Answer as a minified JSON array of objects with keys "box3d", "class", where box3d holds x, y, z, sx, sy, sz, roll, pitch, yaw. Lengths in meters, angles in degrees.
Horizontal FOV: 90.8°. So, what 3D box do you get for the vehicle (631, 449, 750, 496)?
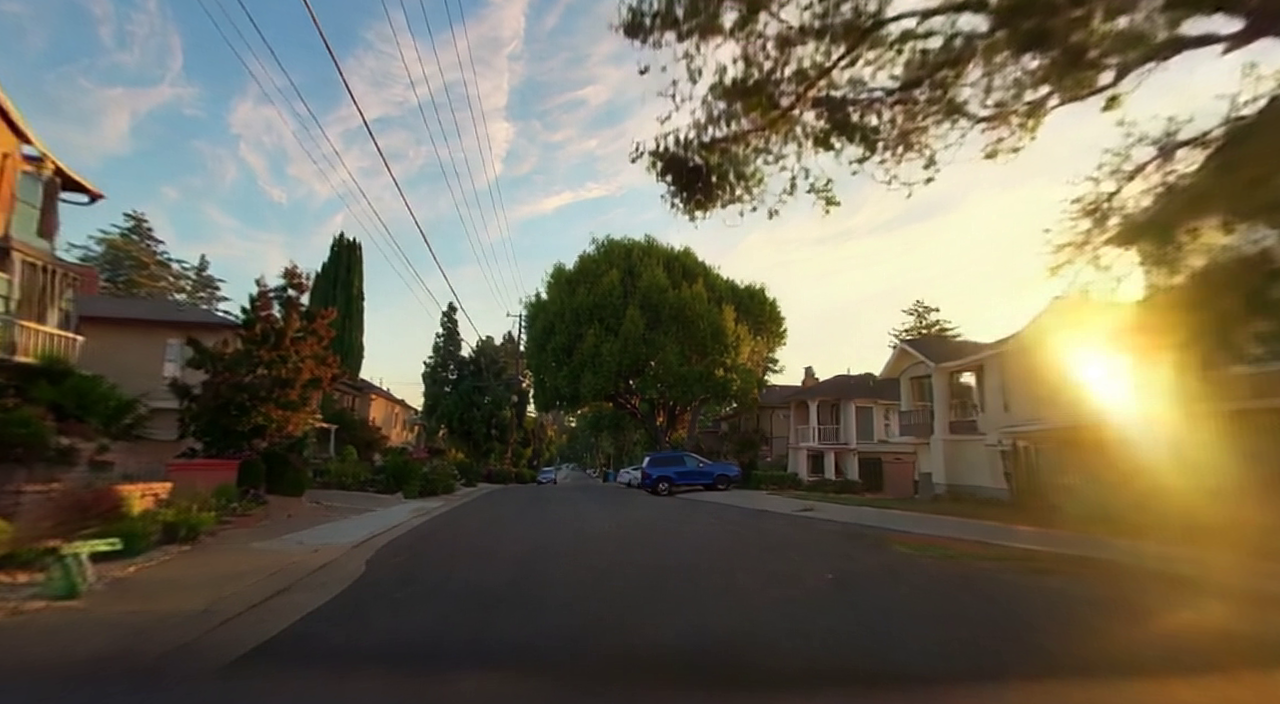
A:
[{"box3d":[1.955,4.784,25.349,4.413,1.728,1.869,1,-9,-10],"class":"vehicle"}]
